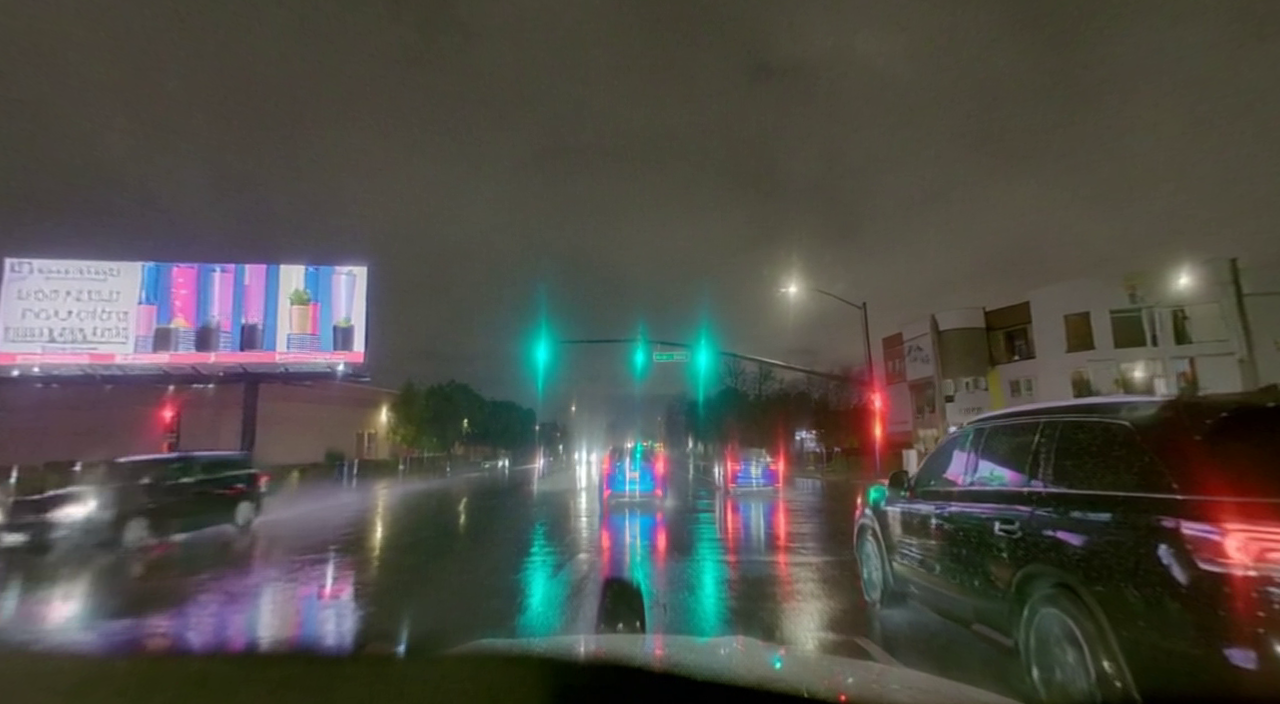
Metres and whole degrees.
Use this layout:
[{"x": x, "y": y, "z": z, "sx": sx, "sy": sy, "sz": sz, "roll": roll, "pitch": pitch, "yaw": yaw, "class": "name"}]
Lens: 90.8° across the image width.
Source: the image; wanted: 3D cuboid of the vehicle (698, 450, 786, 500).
[{"x": 3.173, "y": 3.913, "z": 20.600, "sx": 2.009, "sy": 1.414, "sz": 4.416, "roll": 0, "pitch": -9, "yaw": -2, "class": "vehicle"}]

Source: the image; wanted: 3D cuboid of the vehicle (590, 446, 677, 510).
[{"x": -0.206, "y": 3.353, "z": 17.303, "sx": 2.095, "sy": 1.502, "sz": 3.873, "roll": 0, "pitch": -9, "yaw": -2, "class": "vehicle"}]

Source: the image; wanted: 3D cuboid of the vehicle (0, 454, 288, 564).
[{"x": -8.672, "y": 2.642, "z": 11.476, "sx": 1.879, "sy": 1.510, "sz": 4.619, "roll": 0, "pitch": -9, "yaw": 0, "class": "vehicle"}]

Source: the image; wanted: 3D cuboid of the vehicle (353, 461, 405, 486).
[{"x": -19.206, "y": 8.973, "z": 46.741, "sx": 1.942, "sy": 1.628, "sz": 4.721, "roll": 0, "pitch": -9, "yaw": -1, "class": "vehicle"}]

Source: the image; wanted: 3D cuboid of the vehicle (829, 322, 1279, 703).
[{"x": 2.982, "y": 1.102, "z": 4.172, "sx": 2.047, "sy": 1.785, "sz": 4.357, "roll": 0, "pitch": -9, "yaw": -1, "class": "vehicle"}]
